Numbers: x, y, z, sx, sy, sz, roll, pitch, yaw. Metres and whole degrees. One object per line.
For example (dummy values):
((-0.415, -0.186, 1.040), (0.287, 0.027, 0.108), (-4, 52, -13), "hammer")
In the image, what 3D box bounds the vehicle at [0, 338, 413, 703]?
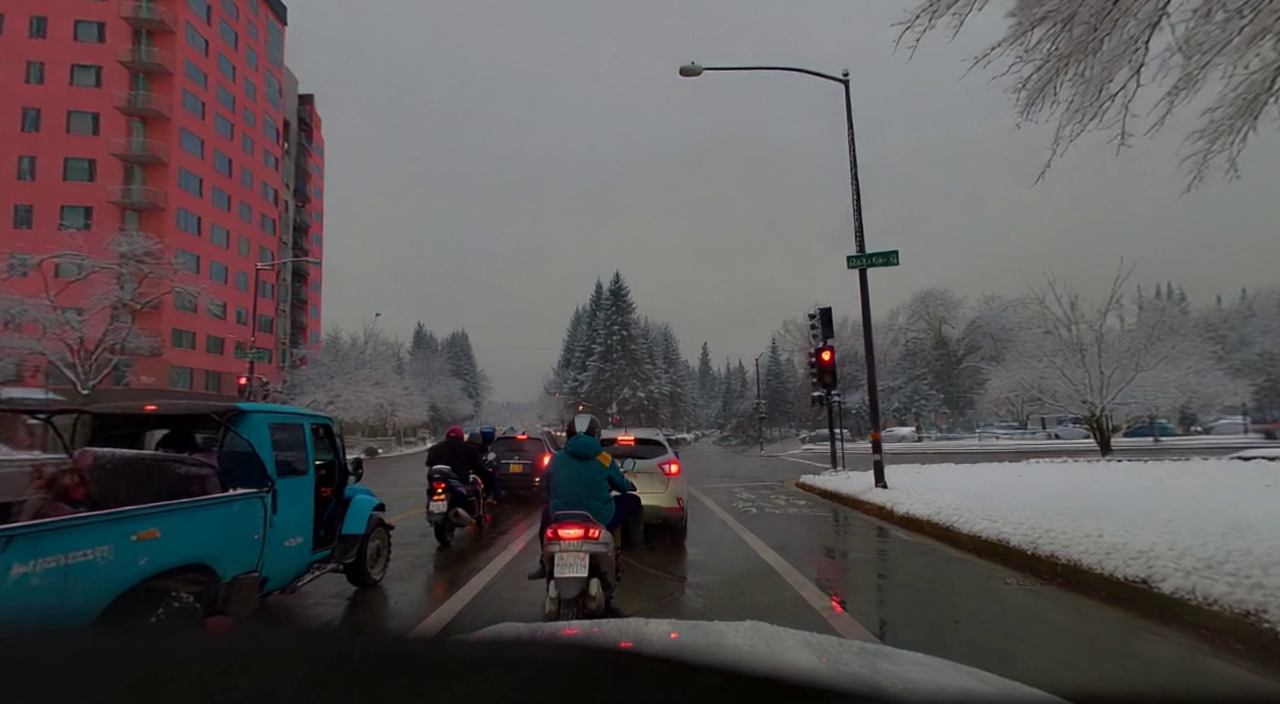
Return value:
((-3.589, 1.167, 4.602), (2.000, 1.809, 4.855), (0, -9, 1), "vehicle")

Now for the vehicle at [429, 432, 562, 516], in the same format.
((-3.100, 2.710, 14.445), (1.935, 1.615, 4.073), (-1, -9, 2), "vehicle")

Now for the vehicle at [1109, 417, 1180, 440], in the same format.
((37.005, 5.653, 46.311), (1.716, 1.543, 3.682), (8, -12, -41), "vehicle")

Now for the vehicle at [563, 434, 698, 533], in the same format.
((-0.103, 2.300, 11.620), (2.025, 1.458, 4.085), (-1, -9, 1), "vehicle")

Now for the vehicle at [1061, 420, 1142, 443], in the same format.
((30.810, 5.334, 42.133), (1.751, 1.420, 4.027), (8, -12, -43), "vehicle")
